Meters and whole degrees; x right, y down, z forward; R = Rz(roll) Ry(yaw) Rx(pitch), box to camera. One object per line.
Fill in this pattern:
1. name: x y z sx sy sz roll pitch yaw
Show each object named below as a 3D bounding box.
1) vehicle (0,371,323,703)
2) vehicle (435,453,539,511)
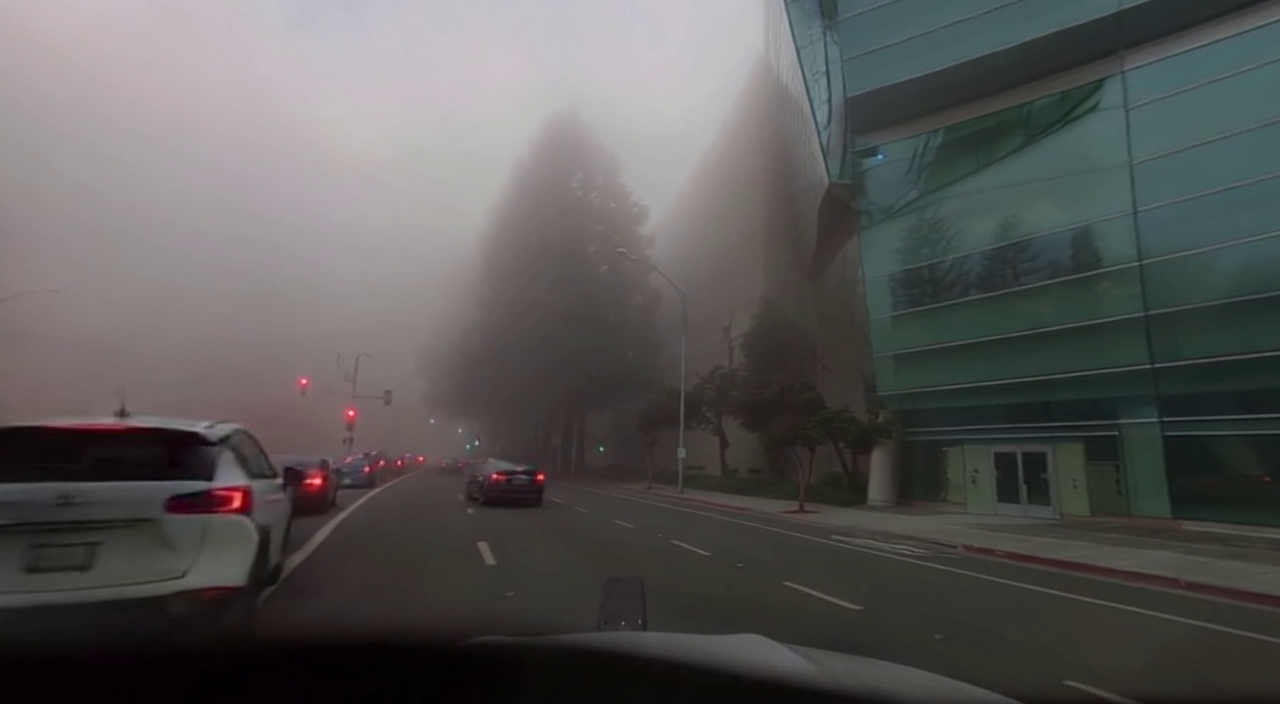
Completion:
1. vehicle: -4.135 1.366 5.515 2.275 1.819 4.883 4 -10 -26
2. vehicle: -4.956 3.987 19.748 2.205 1.537 4.895 6 -11 -24
